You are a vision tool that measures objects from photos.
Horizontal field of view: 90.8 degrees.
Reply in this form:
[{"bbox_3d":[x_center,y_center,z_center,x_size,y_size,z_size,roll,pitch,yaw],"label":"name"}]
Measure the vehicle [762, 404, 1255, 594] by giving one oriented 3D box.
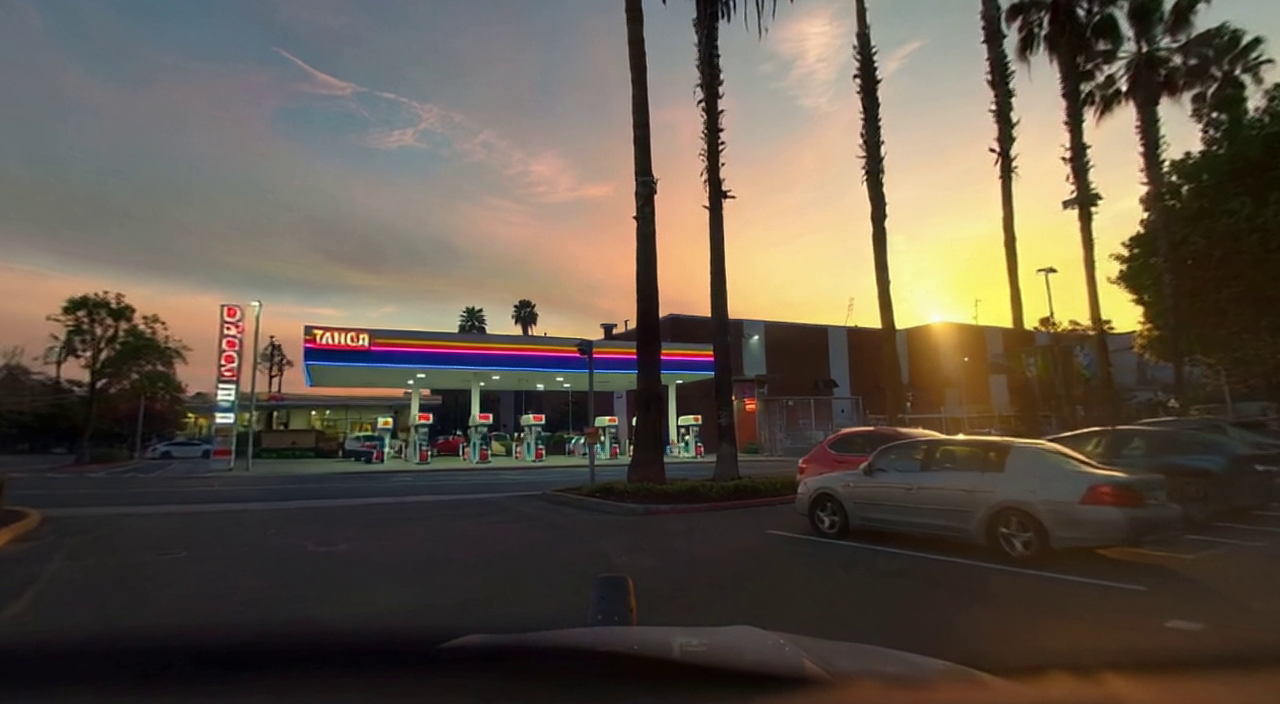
[{"bbox_3d":[3.801,1.529,7.481,1.937,1.490,4.564,6,-10,-34],"label":"vehicle"}]
